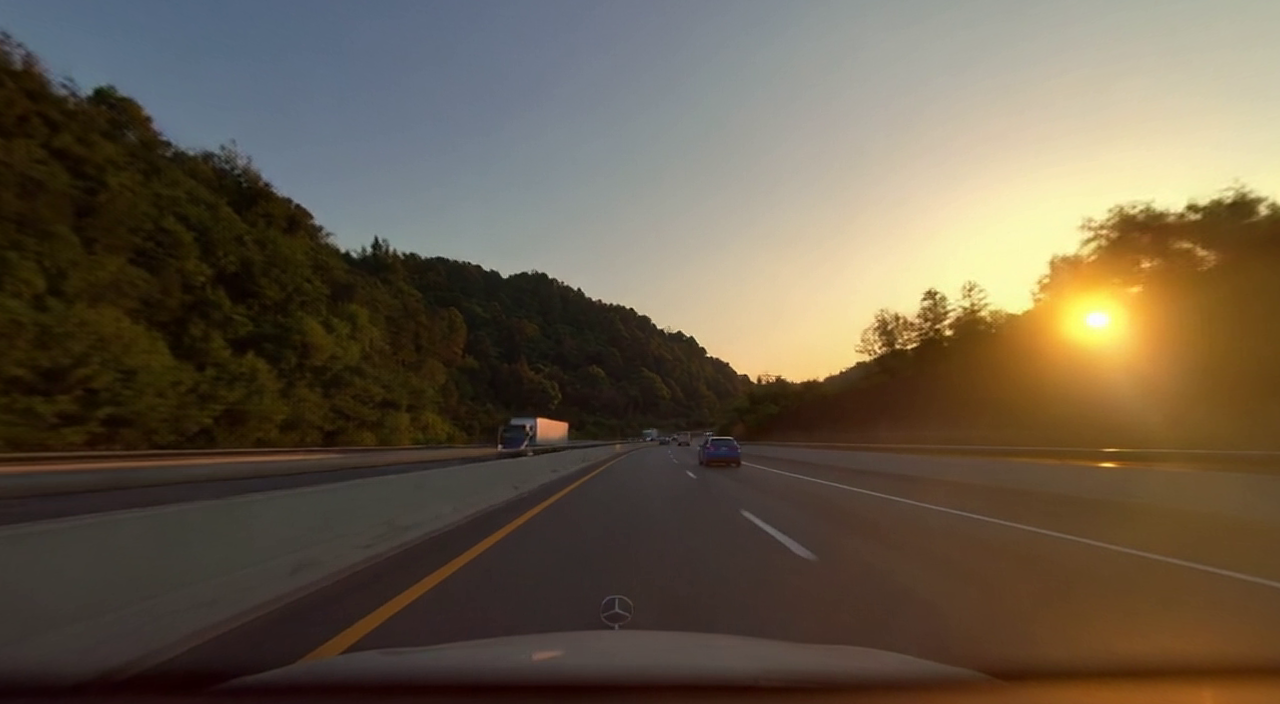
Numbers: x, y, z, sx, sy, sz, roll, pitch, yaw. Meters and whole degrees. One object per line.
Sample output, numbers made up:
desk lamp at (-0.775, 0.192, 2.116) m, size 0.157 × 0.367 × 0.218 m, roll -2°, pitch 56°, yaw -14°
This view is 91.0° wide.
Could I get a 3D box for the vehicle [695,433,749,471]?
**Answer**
vehicle at (3.847, 4.762, 30.241) m, size 2.022 × 1.663 × 4.245 m, roll -1°, pitch -8°, yaw 0°
